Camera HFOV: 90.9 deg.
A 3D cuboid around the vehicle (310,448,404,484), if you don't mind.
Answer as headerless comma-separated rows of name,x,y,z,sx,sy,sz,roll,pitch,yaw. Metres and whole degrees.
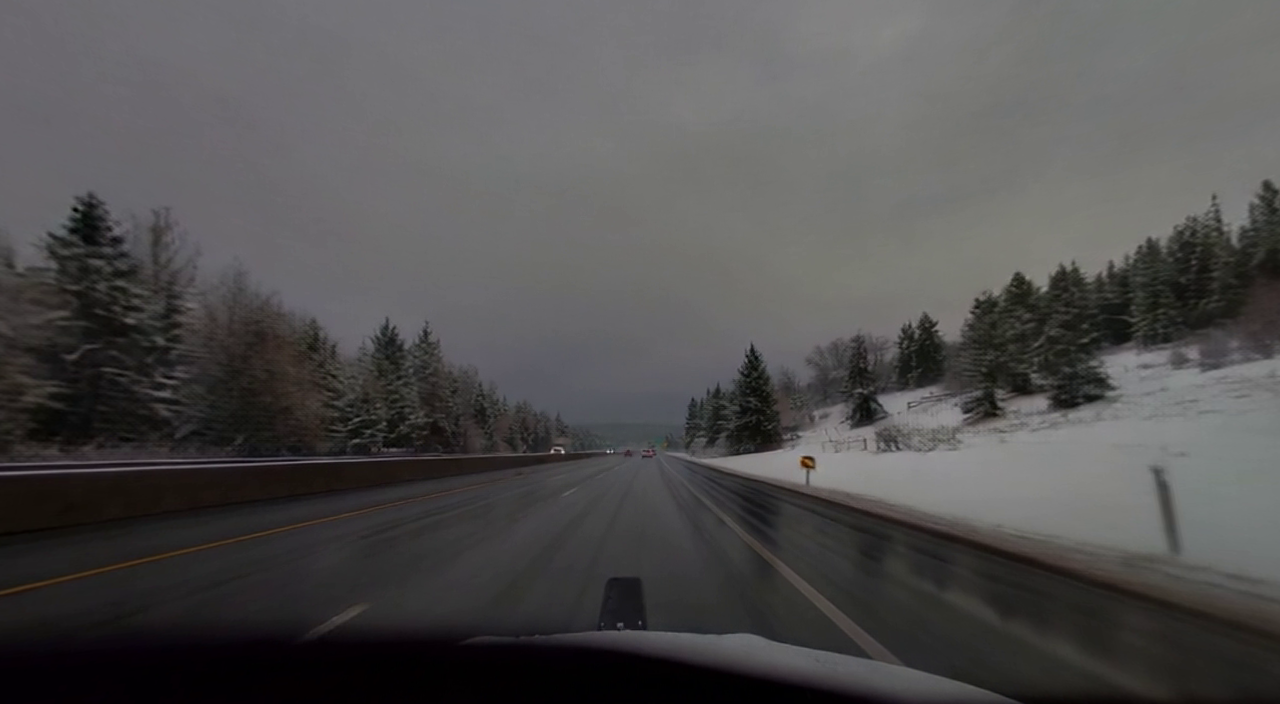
vehicle,-12.381,5.009,27.963,1.989,1.456,4.561,0,-9,1
